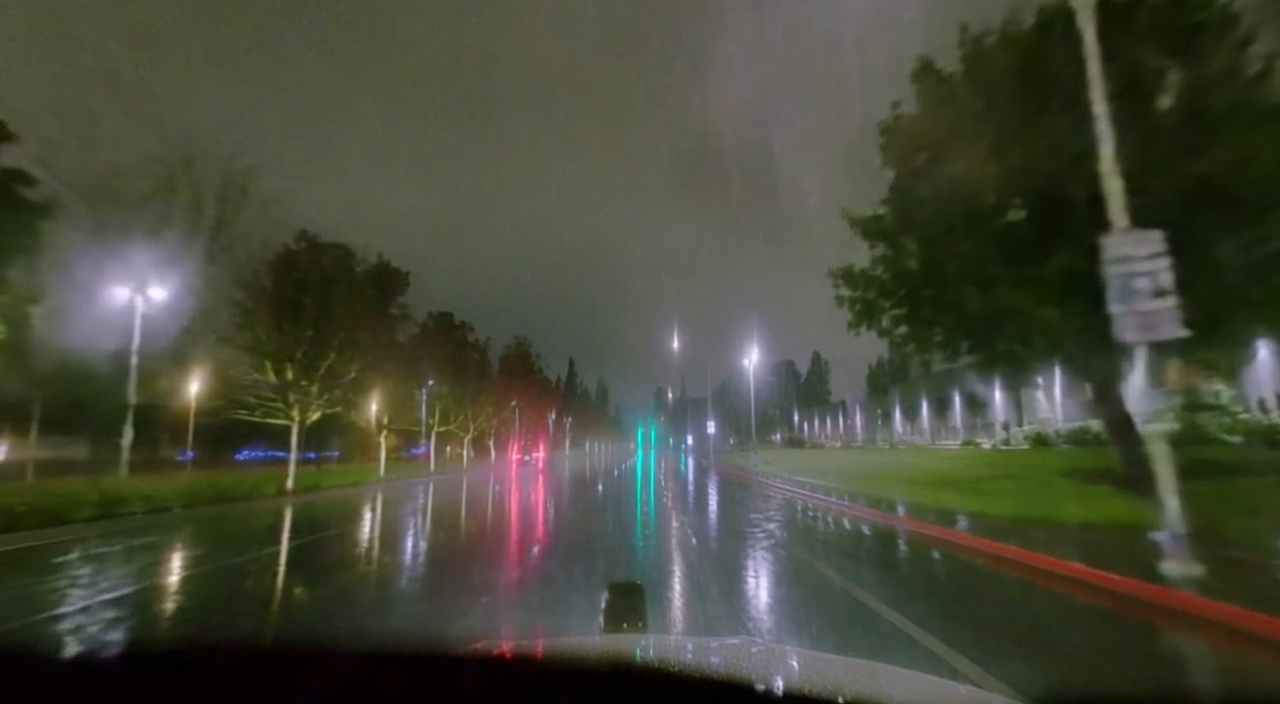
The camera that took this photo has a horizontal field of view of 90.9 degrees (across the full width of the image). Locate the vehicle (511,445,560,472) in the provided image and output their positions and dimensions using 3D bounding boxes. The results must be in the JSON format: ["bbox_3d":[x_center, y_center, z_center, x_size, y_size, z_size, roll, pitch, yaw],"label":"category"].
[{"bbox_3d":[-5.948,6.098,36.474,1.945,1.461,4.605,0,-8,2],"label":"vehicle"}]
